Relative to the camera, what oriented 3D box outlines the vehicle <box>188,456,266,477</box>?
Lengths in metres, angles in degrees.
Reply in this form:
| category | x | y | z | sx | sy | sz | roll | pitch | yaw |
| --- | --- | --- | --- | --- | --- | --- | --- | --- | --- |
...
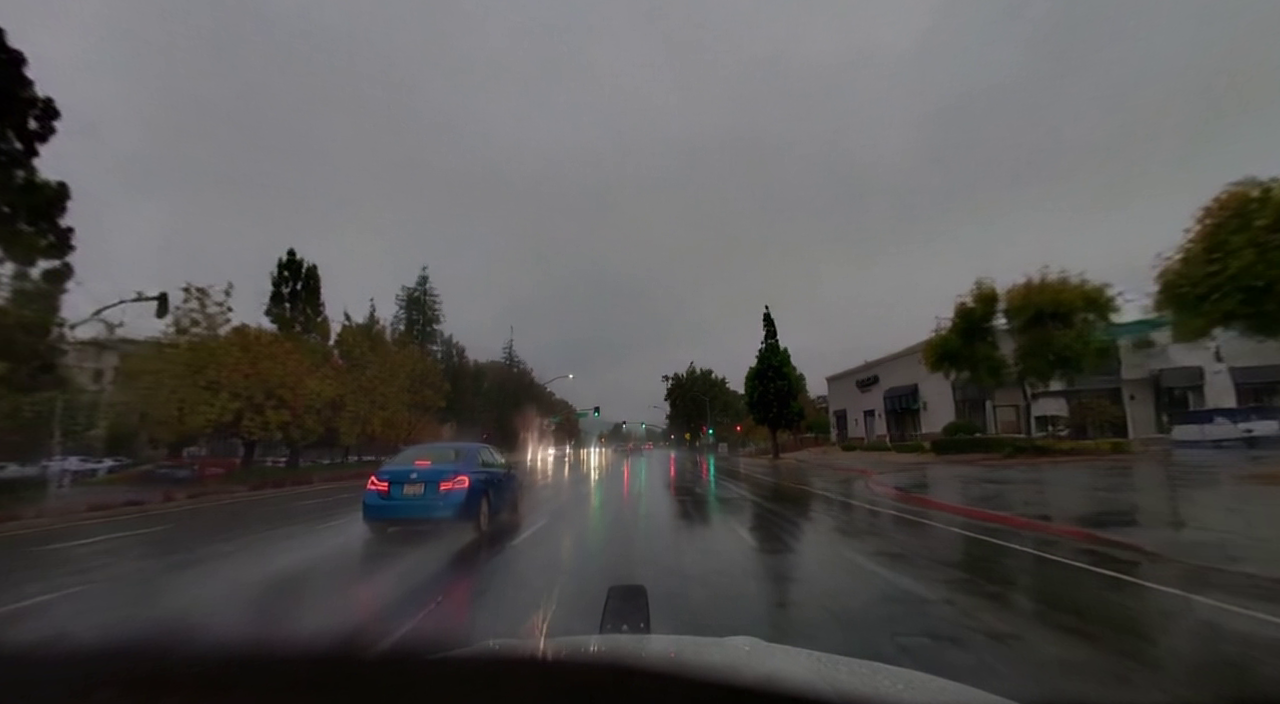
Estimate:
| category | x | y | z | sx | sy | sz | roll | pitch | yaw |
| --- | --- | --- | --- | --- | --- | --- | --- | --- | --- |
| vehicle | -30.693 | 8.514 | 46.931 | 4.424 | 1.535 | 1.948 | 0 | -9 | 0 |

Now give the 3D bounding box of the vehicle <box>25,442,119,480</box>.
| category | x | y | z | sx | sy | sz | roll | pitch | yaw |
| --- | --- | --- | --- | --- | --- | --- | --- | --- | --- |
| vehicle | -43.932 | 8.388 | 48.962 | 2.334 | 2.713 | 5.251 | 0 | -7 | 0 |

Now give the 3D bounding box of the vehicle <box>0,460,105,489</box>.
| category | x | y | z | sx | sy | sz | roll | pitch | yaw |
| --- | --- | --- | --- | --- | --- | --- | --- | --- | --- |
| vehicle | -31.078 | 6.371 | 32.840 | 4.737 | 1.375 | 1.926 | 0 | -8 | 4 |

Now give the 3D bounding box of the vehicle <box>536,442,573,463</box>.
| category | x | y | z | sx | sy | sz | roll | pitch | yaw |
| --- | --- | --- | --- | --- | --- | --- | --- | --- | --- |
| vehicle | -6.356 | 7.535 | 47.335 | 2.027 | 1.501 | 4.707 | 0 | -8 | 1 |

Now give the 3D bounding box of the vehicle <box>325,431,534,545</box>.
| category | x | y | z | sx | sy | sz | roll | pitch | yaw |
| --- | --- | --- | --- | --- | --- | --- | --- | --- | --- |
| vehicle | -3.163 | 2.130 | 10.590 | 1.924 | 1.480 | 4.421 | 0 | -8 | 1 |
